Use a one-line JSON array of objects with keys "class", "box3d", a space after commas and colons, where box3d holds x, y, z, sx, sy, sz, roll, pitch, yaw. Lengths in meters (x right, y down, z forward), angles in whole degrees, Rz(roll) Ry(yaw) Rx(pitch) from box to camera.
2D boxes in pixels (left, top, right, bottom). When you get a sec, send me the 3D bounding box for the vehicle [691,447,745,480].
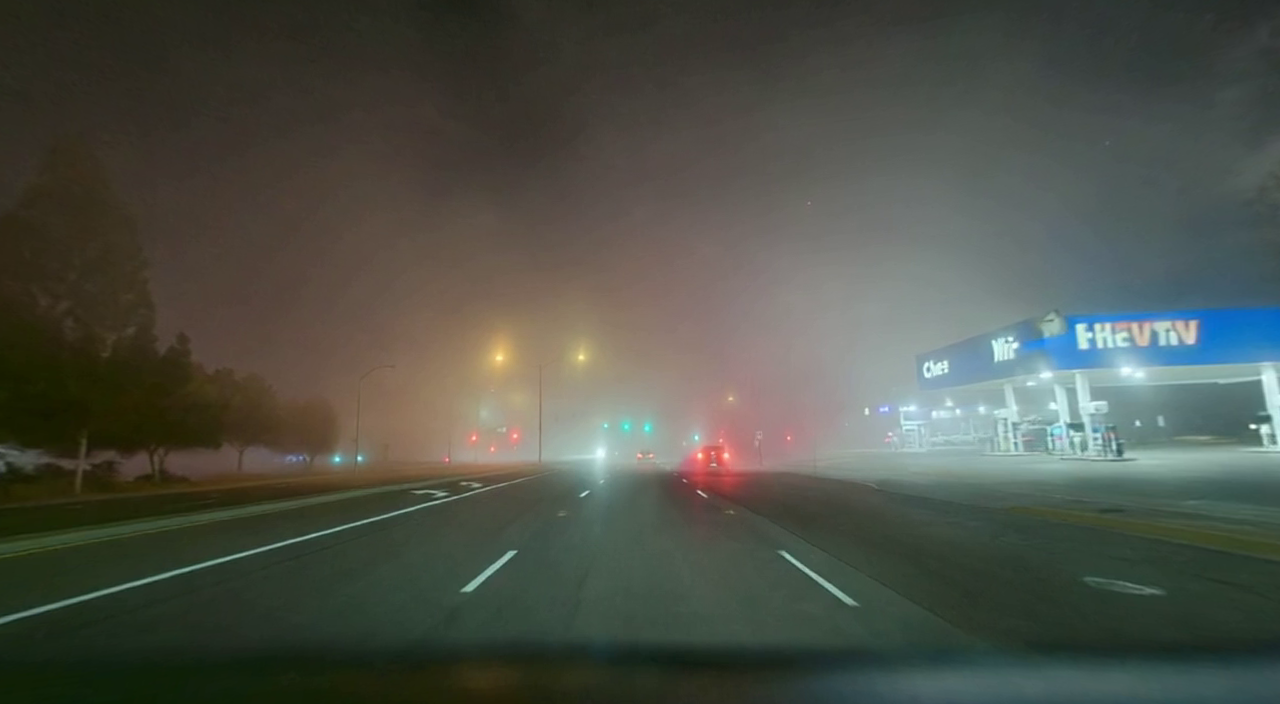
[{"class": "vehicle", "box3d": [3.812, 5.558, 31.715, 2.113, 1.470, 4.867, 0, -8, 0]}]
